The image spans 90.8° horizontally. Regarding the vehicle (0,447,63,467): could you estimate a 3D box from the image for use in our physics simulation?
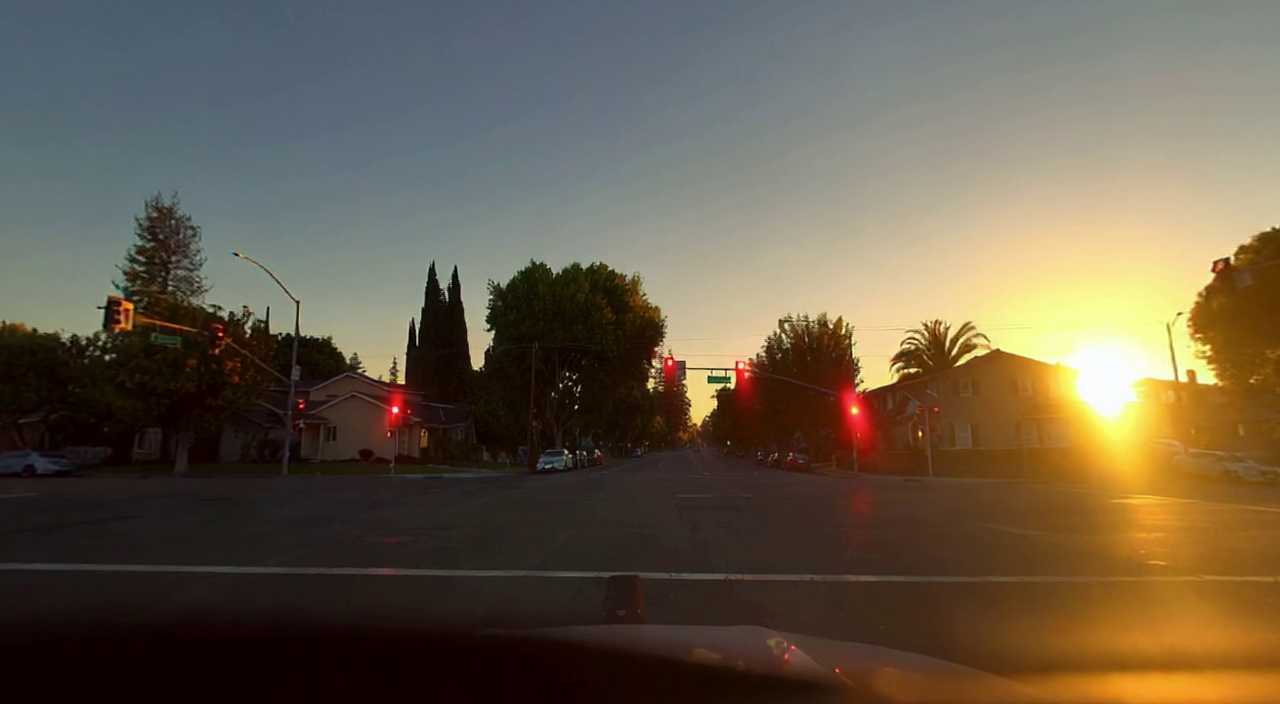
[{"bbox_3d":[-44.282,7.528,45.390,3.949,1.422,1.744,0,-9,1],"label":"vehicle"}]

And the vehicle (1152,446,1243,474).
[{"bbox_3d":[36.779,7.095,41.866,1.853,1.723,4.460,0,-9,-1],"label":"vehicle"}]
